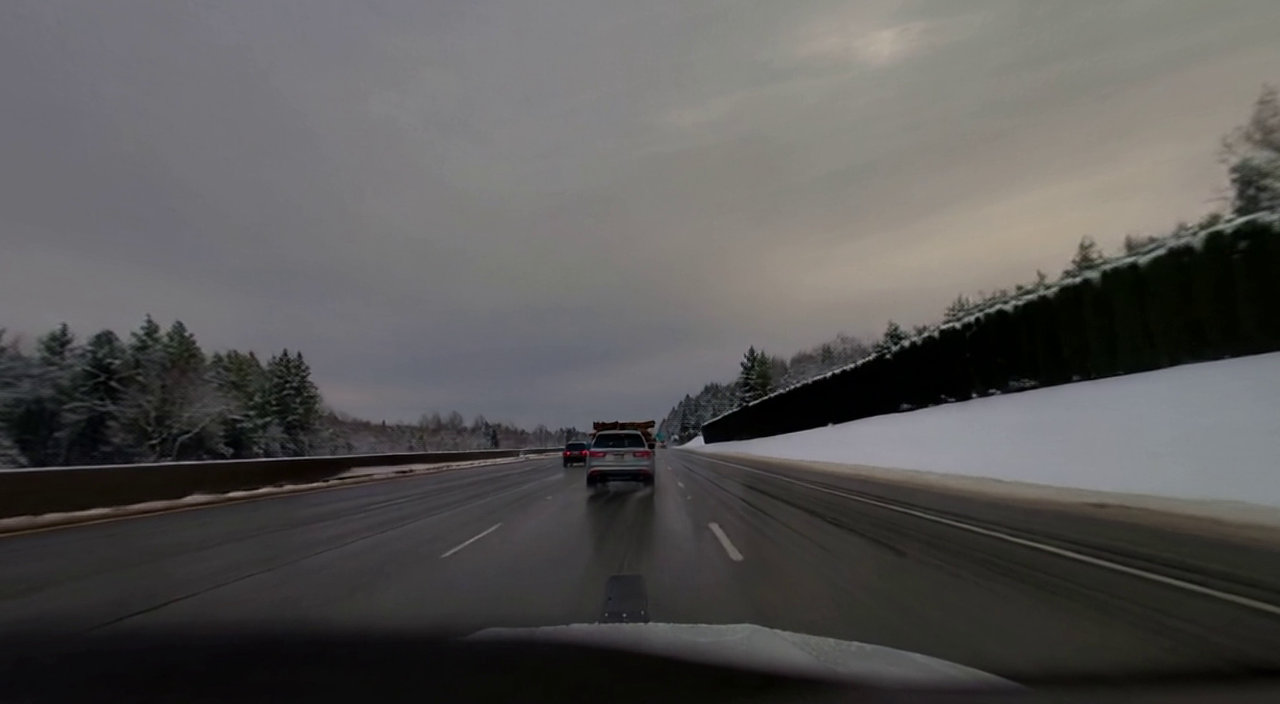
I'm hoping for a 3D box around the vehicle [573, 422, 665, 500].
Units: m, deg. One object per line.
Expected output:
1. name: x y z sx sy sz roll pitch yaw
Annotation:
1. vehicle: -0.448 2.845 16.794 2.114 1.787 4.365 0 -8 1
